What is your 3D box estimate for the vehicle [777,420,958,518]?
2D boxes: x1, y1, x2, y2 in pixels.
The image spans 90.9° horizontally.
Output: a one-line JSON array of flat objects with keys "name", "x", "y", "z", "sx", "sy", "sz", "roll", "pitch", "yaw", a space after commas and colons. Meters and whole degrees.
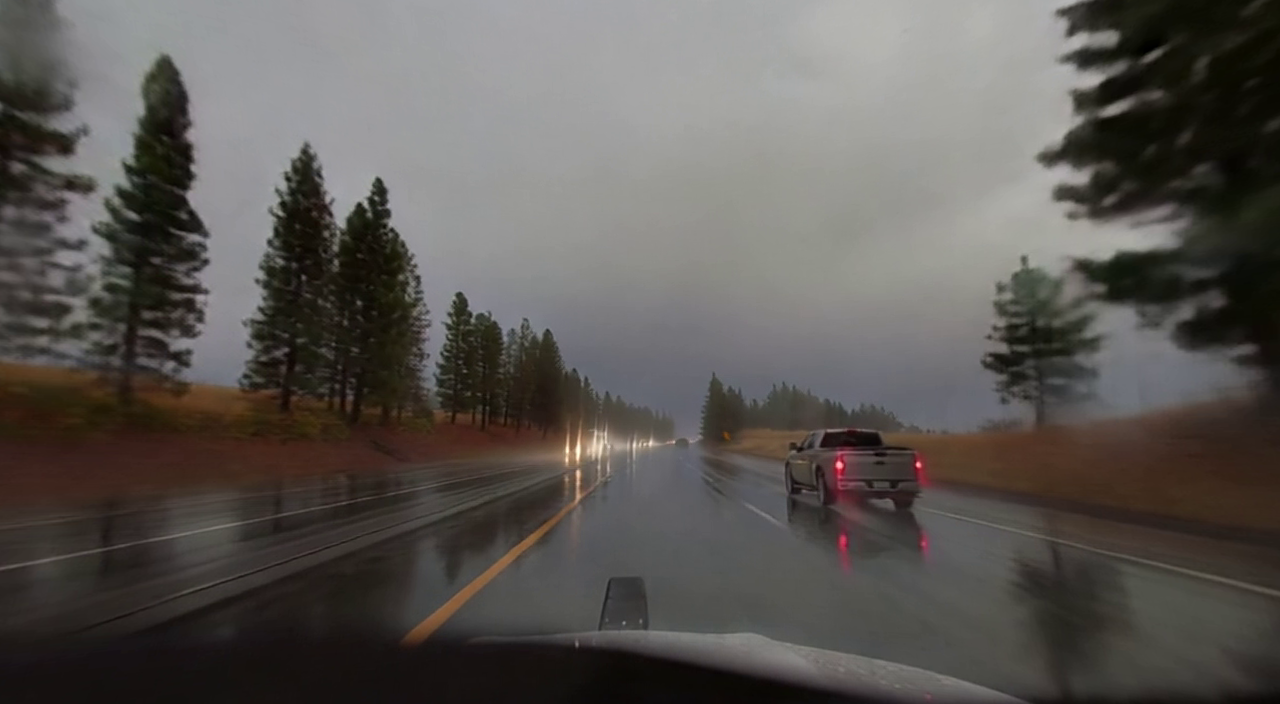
[{"name": "vehicle", "x": 4.579, "y": 2.431, "z": 13.696, "sx": 2.098, "sy": 1.703, "sz": 4.862, "roll": 0, "pitch": -8, "yaw": 0}]
